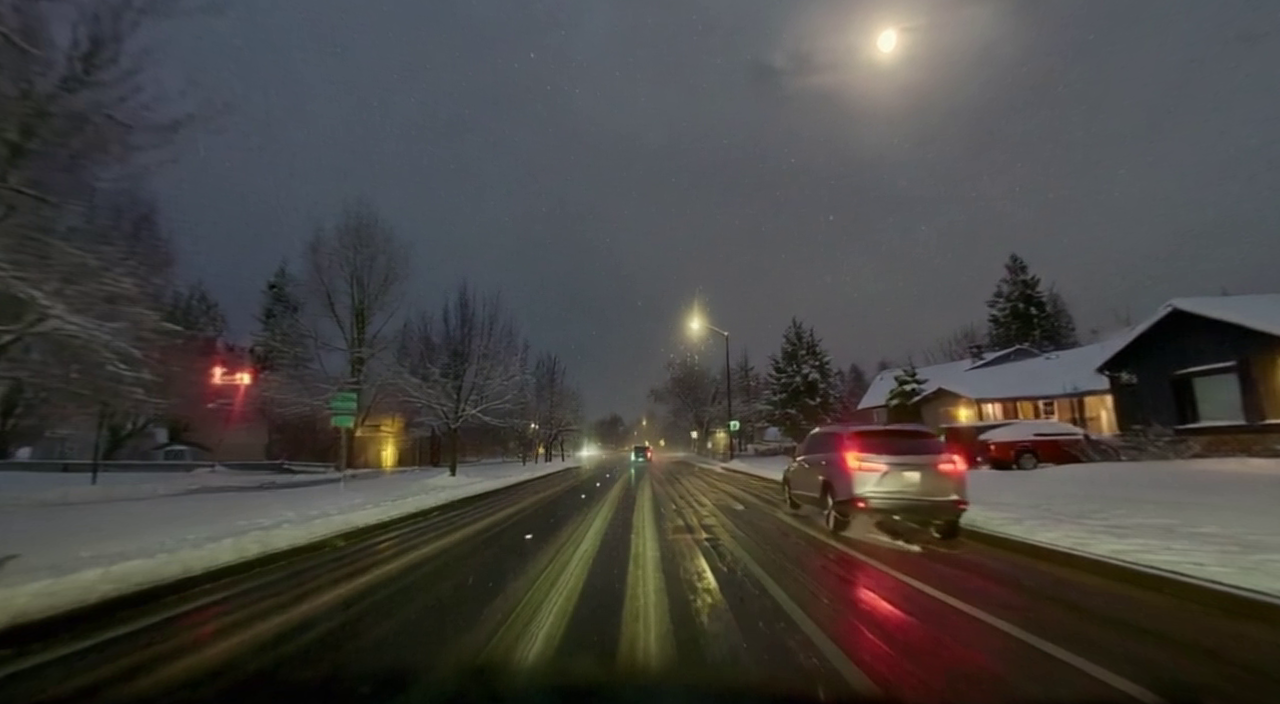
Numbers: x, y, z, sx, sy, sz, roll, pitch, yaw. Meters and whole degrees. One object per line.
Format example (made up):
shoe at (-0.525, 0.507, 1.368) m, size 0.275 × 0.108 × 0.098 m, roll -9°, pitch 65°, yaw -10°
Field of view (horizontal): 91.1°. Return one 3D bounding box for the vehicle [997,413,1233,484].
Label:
vehicle at (12.755, 2.607, 17.138) m, size 4.694 × 1.622 × 2.067 m, roll -2°, pitch -7°, yaw 1°

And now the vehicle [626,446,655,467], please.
vehicle at (0.058, 7.771, 46.721) m, size 2.054 × 1.456 × 4.003 m, roll 0°, pitch -8°, yaw 1°

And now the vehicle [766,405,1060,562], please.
vehicle at (3.750, 1.941, 10.094) m, size 2.203 × 1.828 × 5.336 m, roll 0°, pitch -9°, yaw -2°

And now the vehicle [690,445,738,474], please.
vehicle at (4.178, 6.141, 35.972) m, size 2.069 × 1.491 × 4.676 m, roll 1°, pitch -9°, yaw -1°
